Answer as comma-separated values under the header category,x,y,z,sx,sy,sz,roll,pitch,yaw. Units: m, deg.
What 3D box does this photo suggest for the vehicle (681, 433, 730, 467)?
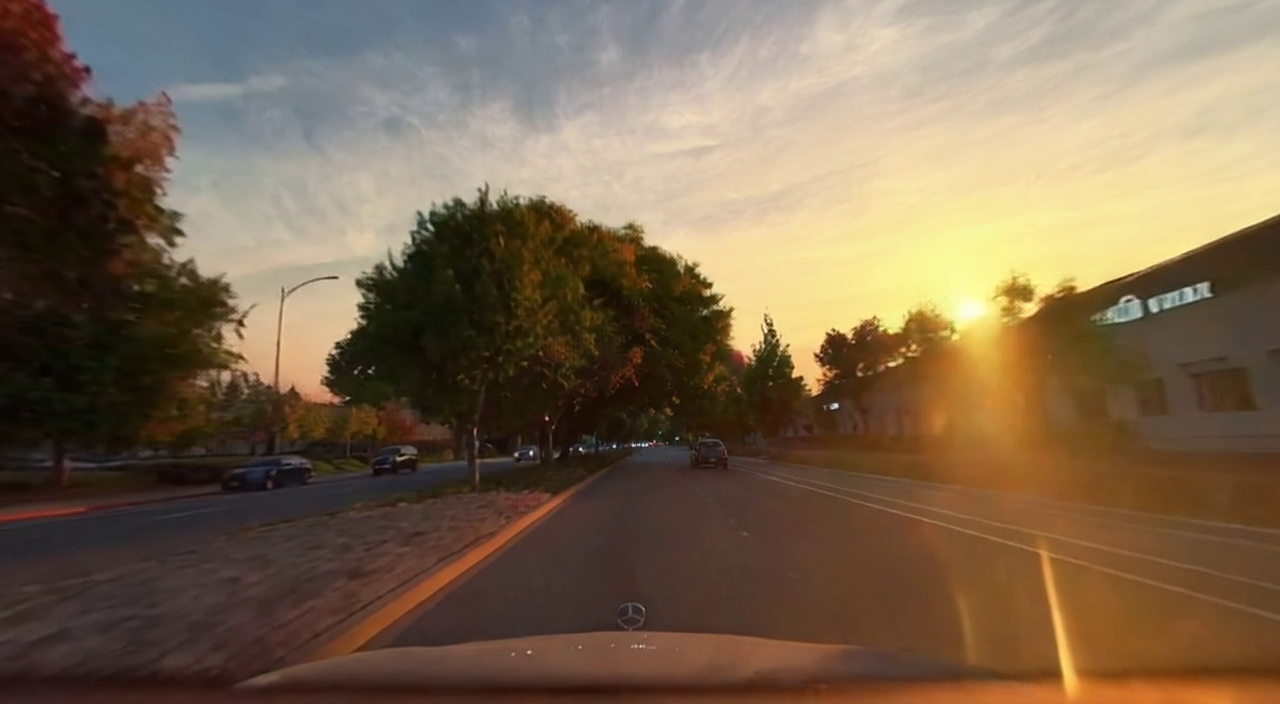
category,x,y,z,sx,sy,sz,roll,pitch,yaw
vehicle,3.526,5.371,34.693,2.143,1.759,4.378,0,-8,-1

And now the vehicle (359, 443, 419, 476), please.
category,x,y,z,sx,sy,sz,roll,pitch,yaw
vehicle,-16.426,7.012,41.559,2.070,1.892,4.708,-2,-8,0

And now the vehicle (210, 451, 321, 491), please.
category,x,y,z,sx,sy,sz,roll,pitch,yaw
vehicle,-16.499,5.231,28.102,2.009,1.540,4.849,0,-8,0

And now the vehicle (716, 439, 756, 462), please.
category,x,y,z,sx,sy,sz,roll,pitch,yaw
vehicle,6.594,6.835,43.806,2.100,1.491,4.563,0,-8,0
